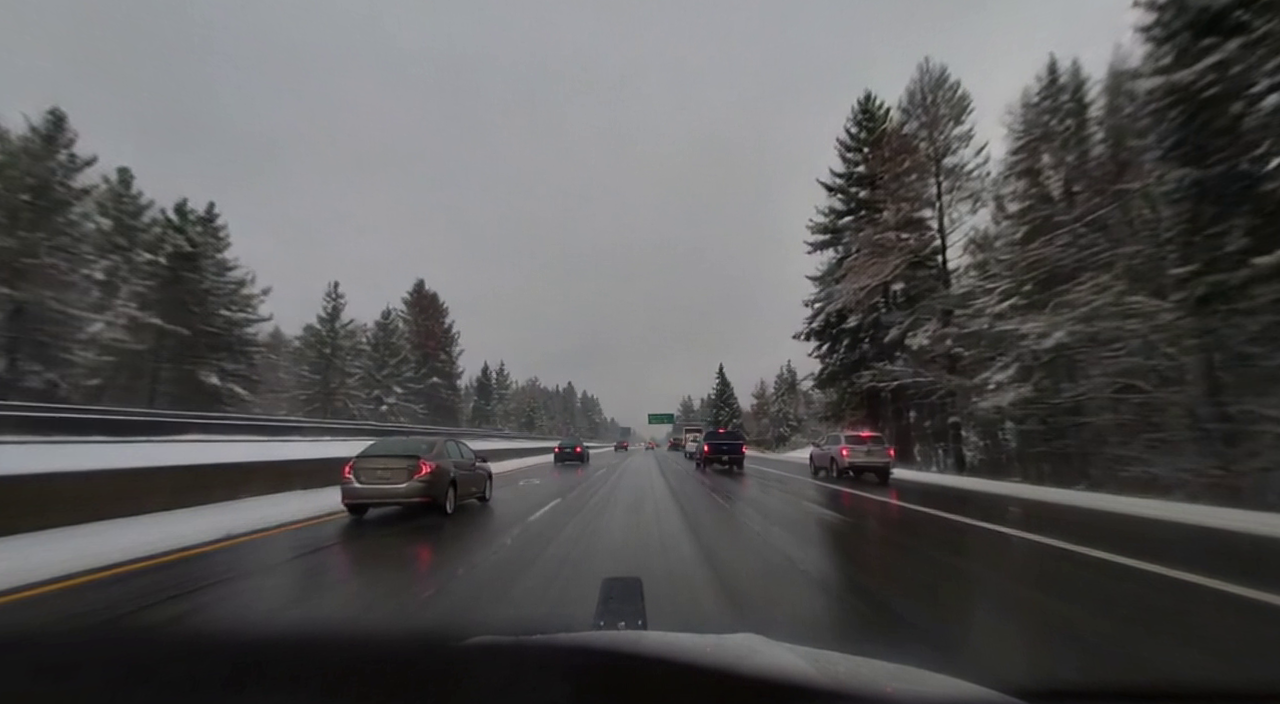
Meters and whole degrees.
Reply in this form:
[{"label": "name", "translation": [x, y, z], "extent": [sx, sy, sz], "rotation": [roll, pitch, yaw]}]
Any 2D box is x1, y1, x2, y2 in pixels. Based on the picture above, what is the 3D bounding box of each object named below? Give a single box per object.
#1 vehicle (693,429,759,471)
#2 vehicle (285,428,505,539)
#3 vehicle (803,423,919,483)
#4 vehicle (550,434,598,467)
[{"label": "vehicle", "translation": [4.215, 4.924, 31.974], "extent": [2.517, 1.935, 5.552], "rotation": [0, -8, -1]}, {"label": "vehicle", "translation": [-3.745, 2.068, 10.563], "extent": [1.978, 1.473, 4.073], "rotation": [0, -8, 1]}, {"label": "vehicle", "translation": [7.984, 3.723, 23.577], "extent": [2.291, 1.968, 5.662], "rotation": [0, -8, 0]}, {"label": "vehicle", "translation": [-3.413, 5.205, 33.452], "extent": [2.020, 1.628, 4.248], "rotation": [0, -8, 1]}]
